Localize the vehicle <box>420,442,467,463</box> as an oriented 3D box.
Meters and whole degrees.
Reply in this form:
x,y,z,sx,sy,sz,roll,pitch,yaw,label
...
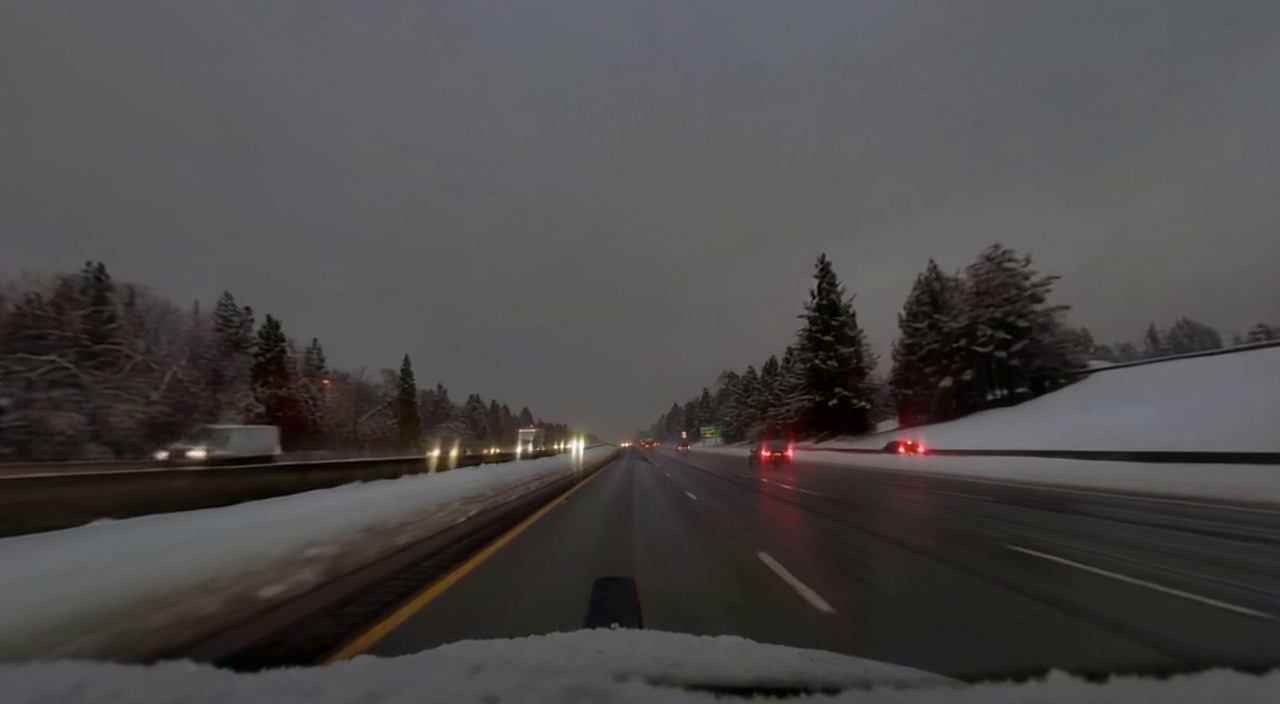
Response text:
x,y,z,sx,sy,sz,roll,pitch,yaw,label
-15.063,7.726,48.728,2.000,1.529,5.012,0,-9,0,vehicle

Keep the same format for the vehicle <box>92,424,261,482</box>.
x,y,z,sx,sy,sz,roll,pitch,yaw,label
-18.661,4.123,25.977,2.426,2.074,5.953,0,-9,0,vehicle

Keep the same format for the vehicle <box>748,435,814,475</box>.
x,y,z,sx,sy,sz,roll,pitch,yaw,label
6.472,4.813,29.586,2.030,1.706,4.279,0,-9,-1,vehicle
